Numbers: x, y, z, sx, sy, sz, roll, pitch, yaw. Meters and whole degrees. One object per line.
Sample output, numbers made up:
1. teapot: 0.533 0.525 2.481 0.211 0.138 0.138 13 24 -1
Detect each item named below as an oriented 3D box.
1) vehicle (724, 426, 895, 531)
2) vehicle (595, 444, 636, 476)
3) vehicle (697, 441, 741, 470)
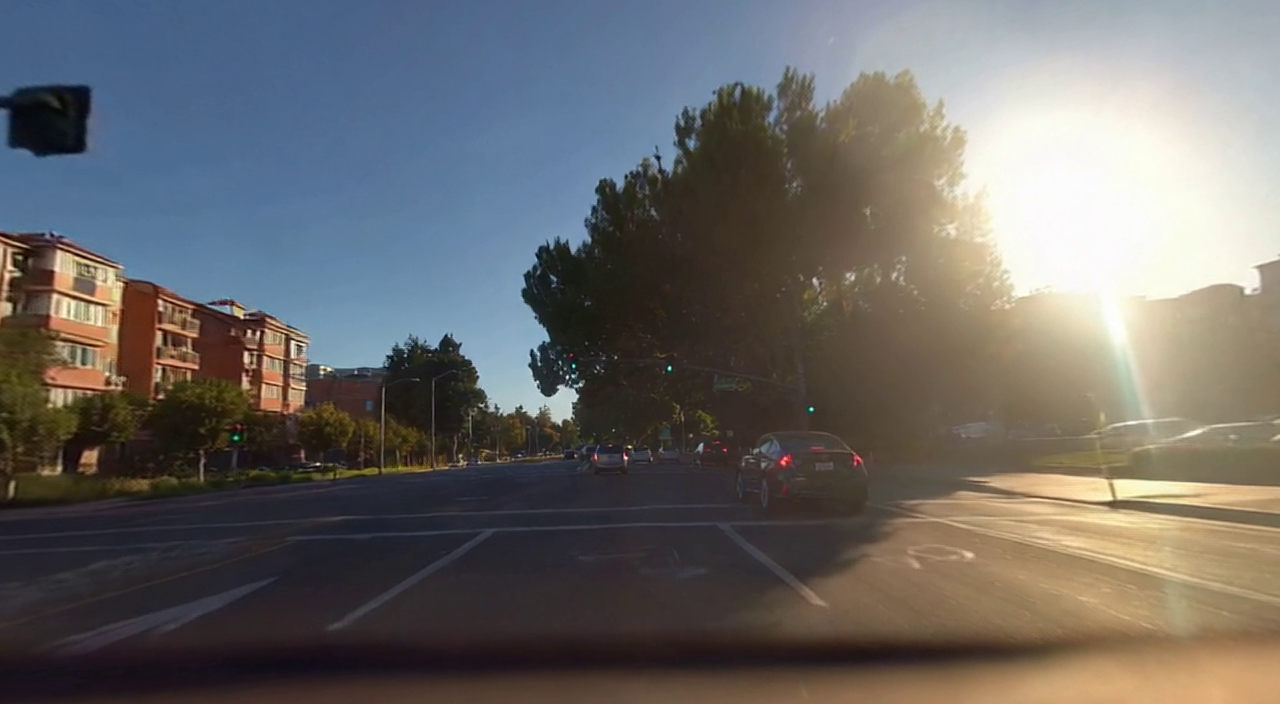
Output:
1. vehicle: 3.045 2.400 12.554 1.893 1.664 4.670 0 -9 -3
2. vehicle: -1.345 5.887 34.621 2.101 1.641 4.341 0 -9 -2
3. vehicle: 5.401 7.181 44.027 2.052 1.886 5.297 0 -9 -4
